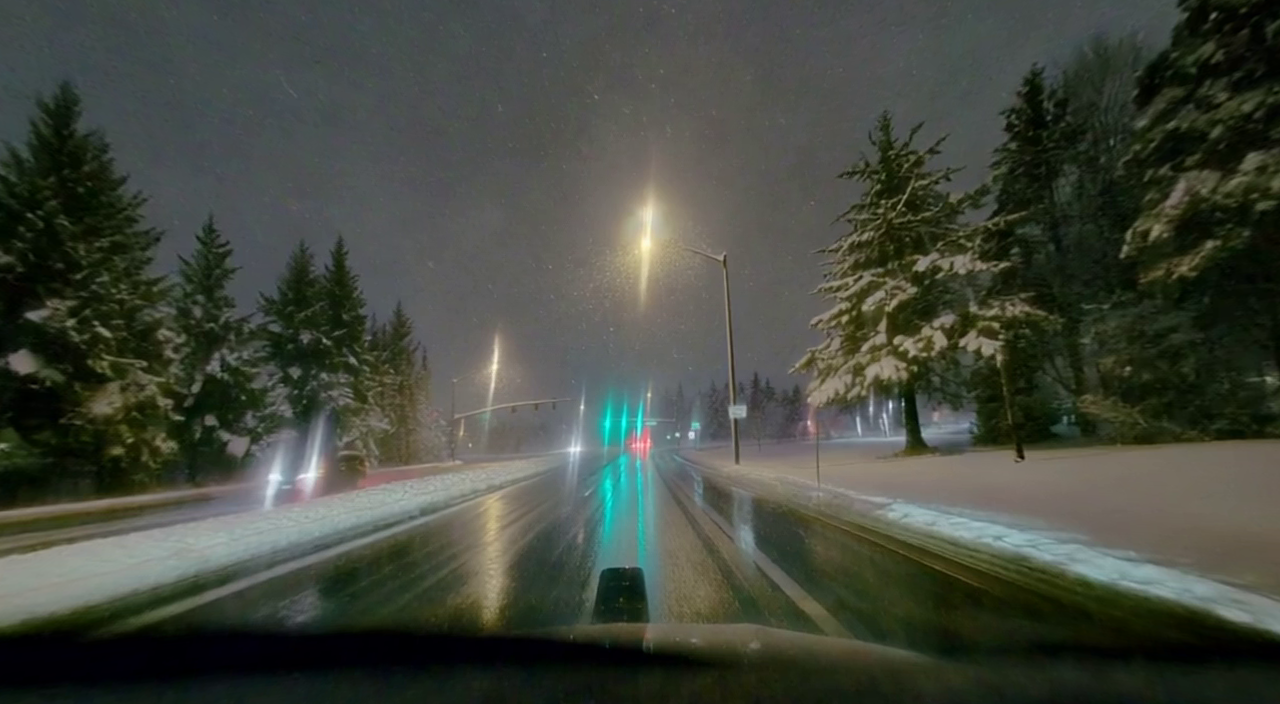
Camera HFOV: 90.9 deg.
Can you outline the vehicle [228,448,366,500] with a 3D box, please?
[{"bbox_3d":[-11.272,4.003,21.174,2.113,1.488,4.509,0,-8,0],"label":"vehicle"}]
